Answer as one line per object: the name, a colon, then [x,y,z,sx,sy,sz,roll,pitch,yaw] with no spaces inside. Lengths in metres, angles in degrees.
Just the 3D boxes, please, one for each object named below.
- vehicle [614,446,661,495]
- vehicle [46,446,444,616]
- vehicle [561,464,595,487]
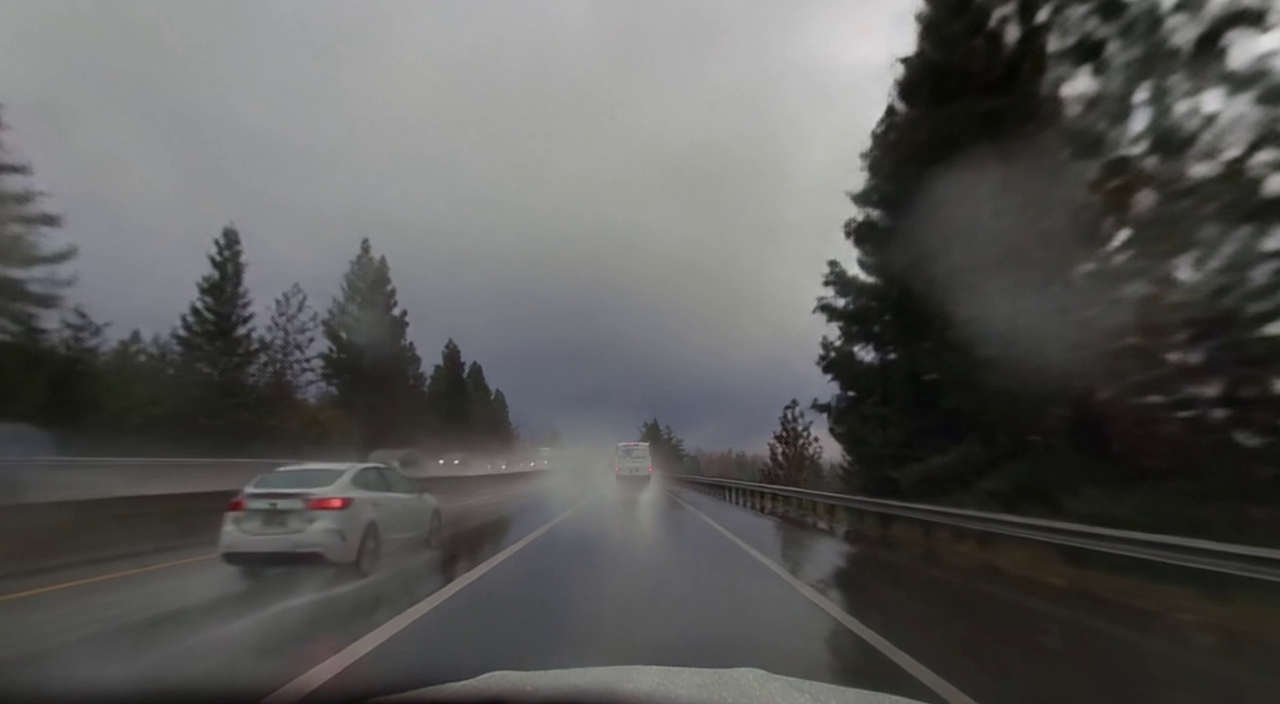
vehicle: [-0.175,6.781,36.191,2.482,2.549,5.447,1,-11,-1]
vehicle: [-4.318,2.056,8.067,2.128,1.491,4.508,1,-11,0]
vehicle: [-4.533,9.100,46.494,2.100,1.605,3.883,1,-10,0]
